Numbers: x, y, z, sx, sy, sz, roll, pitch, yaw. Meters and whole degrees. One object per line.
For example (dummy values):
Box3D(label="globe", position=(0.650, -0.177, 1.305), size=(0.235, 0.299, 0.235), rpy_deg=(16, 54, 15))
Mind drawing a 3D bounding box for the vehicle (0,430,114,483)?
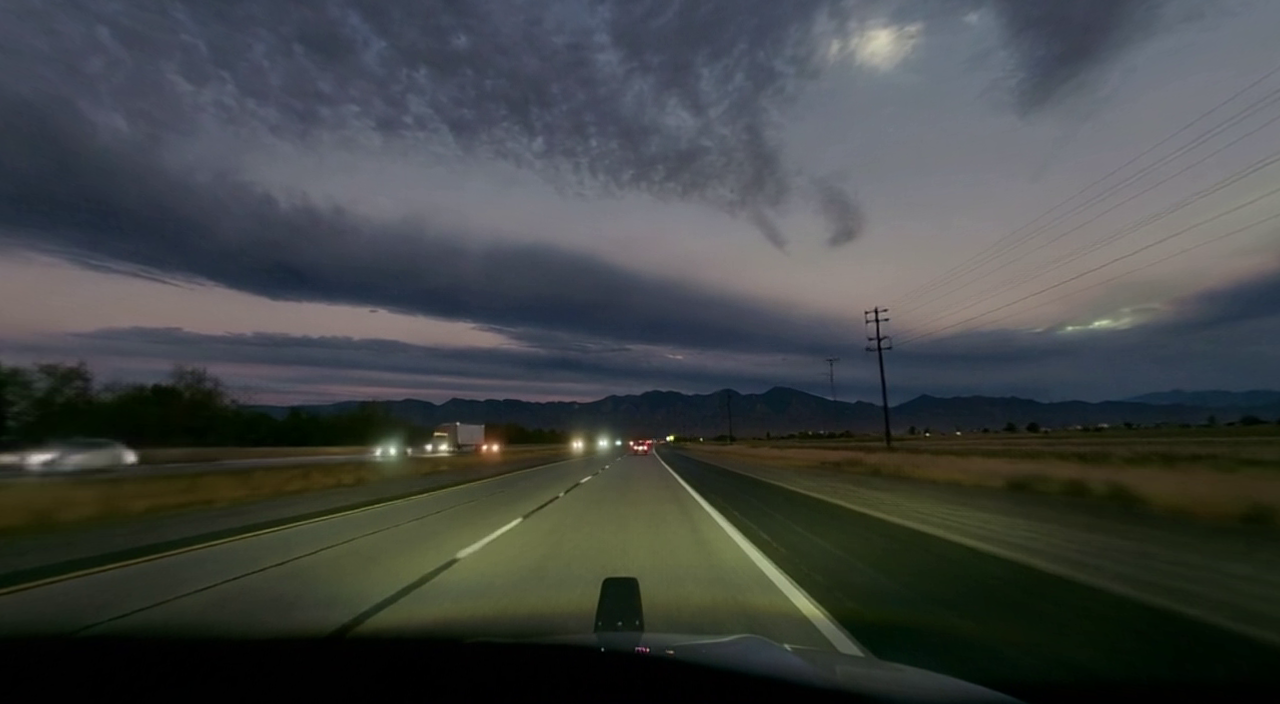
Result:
Box3D(label="vehicle", position=(-22.442, 3.796, 23.092), size=(2.156, 1.749, 4.634), rpy_deg=(0, -8, 1))
